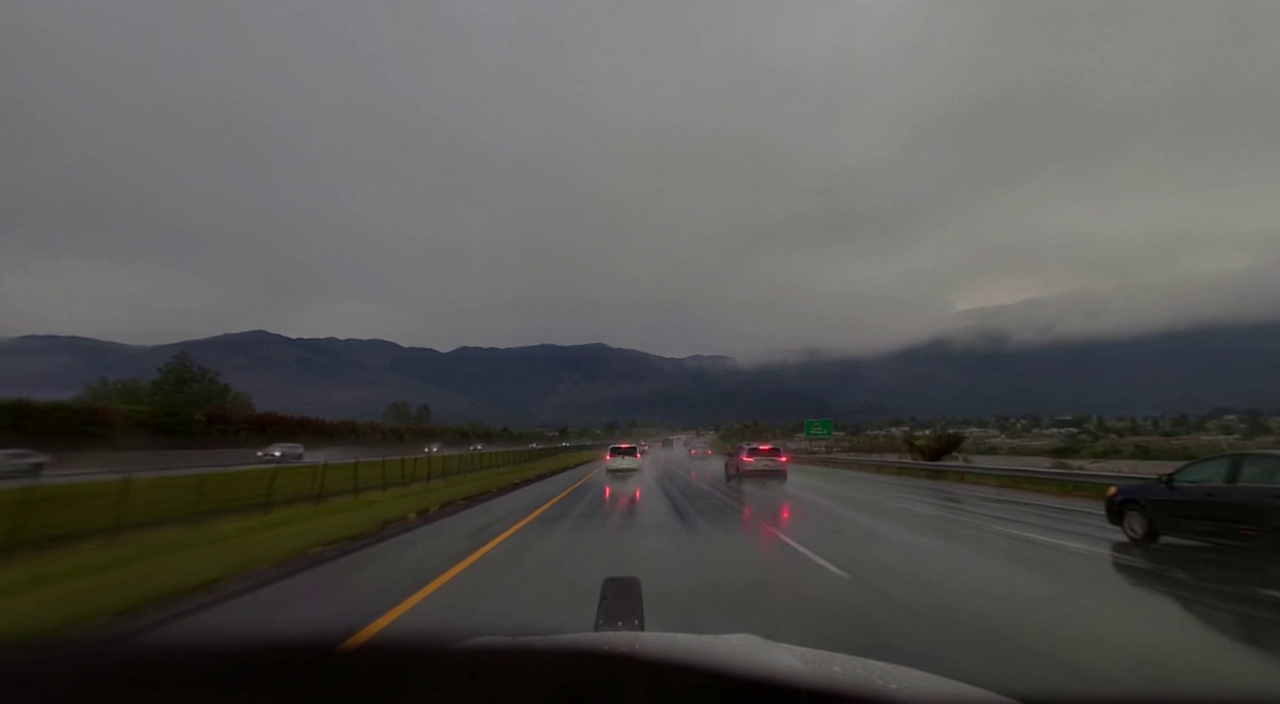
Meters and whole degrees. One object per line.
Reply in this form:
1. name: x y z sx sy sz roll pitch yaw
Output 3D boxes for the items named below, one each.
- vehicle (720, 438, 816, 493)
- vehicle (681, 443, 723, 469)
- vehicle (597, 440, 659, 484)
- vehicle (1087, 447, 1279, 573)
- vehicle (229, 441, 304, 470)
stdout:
1. vehicle: 3.793 3.440 19.483 1.949 1.493 4.272 0 -9 -2
2. vehicle: 3.622 6.145 37.528 1.957 1.447 4.241 0 -9 -1
3. vehicle: -0.441 3.980 22.994 2.085 1.449 3.860 0 -9 -1
4. vehicle: 7.649 1.726 7.071 1.910 1.303 4.462 0 -9 -1
5. vehicle: -24.780 6.886 41.984 2.015 1.790 4.770 0 -9 0
